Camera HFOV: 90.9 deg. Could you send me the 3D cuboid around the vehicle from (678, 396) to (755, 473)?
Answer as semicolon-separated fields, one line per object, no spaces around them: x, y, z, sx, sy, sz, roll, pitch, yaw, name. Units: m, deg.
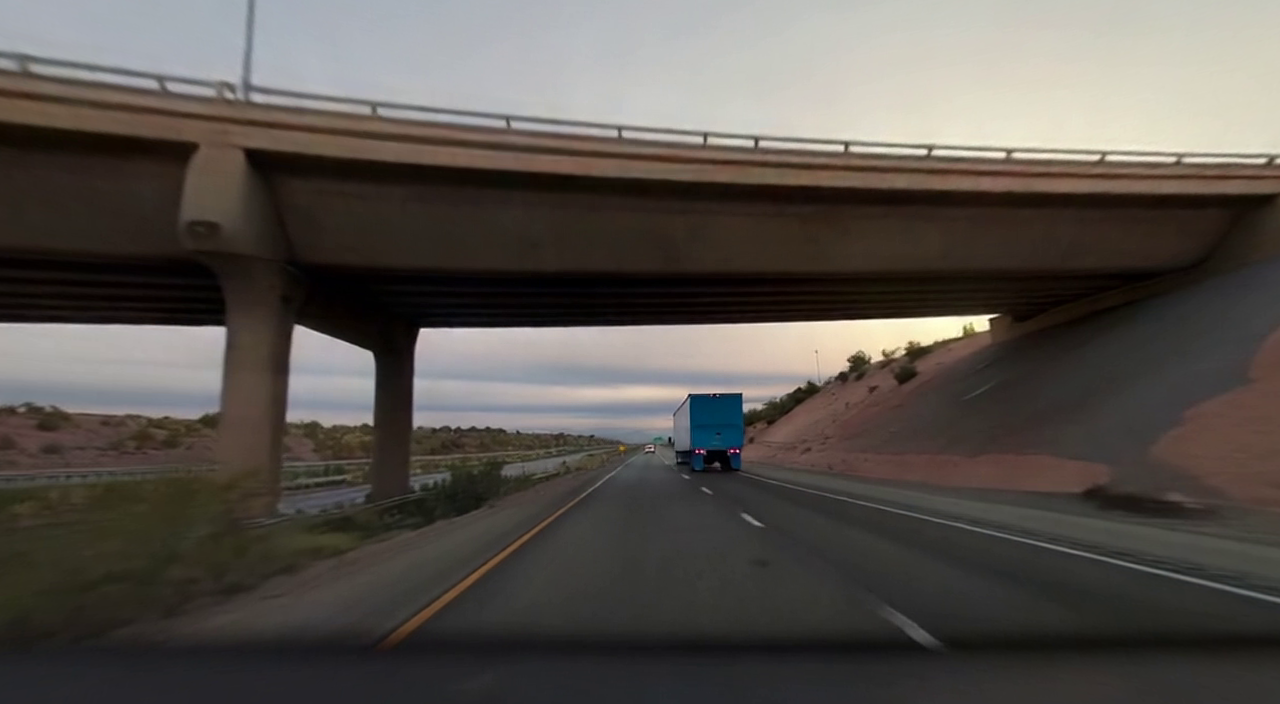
4.123;4.890;36.708;3.024;3.834;10.128;0;-8;-1;vehicle
